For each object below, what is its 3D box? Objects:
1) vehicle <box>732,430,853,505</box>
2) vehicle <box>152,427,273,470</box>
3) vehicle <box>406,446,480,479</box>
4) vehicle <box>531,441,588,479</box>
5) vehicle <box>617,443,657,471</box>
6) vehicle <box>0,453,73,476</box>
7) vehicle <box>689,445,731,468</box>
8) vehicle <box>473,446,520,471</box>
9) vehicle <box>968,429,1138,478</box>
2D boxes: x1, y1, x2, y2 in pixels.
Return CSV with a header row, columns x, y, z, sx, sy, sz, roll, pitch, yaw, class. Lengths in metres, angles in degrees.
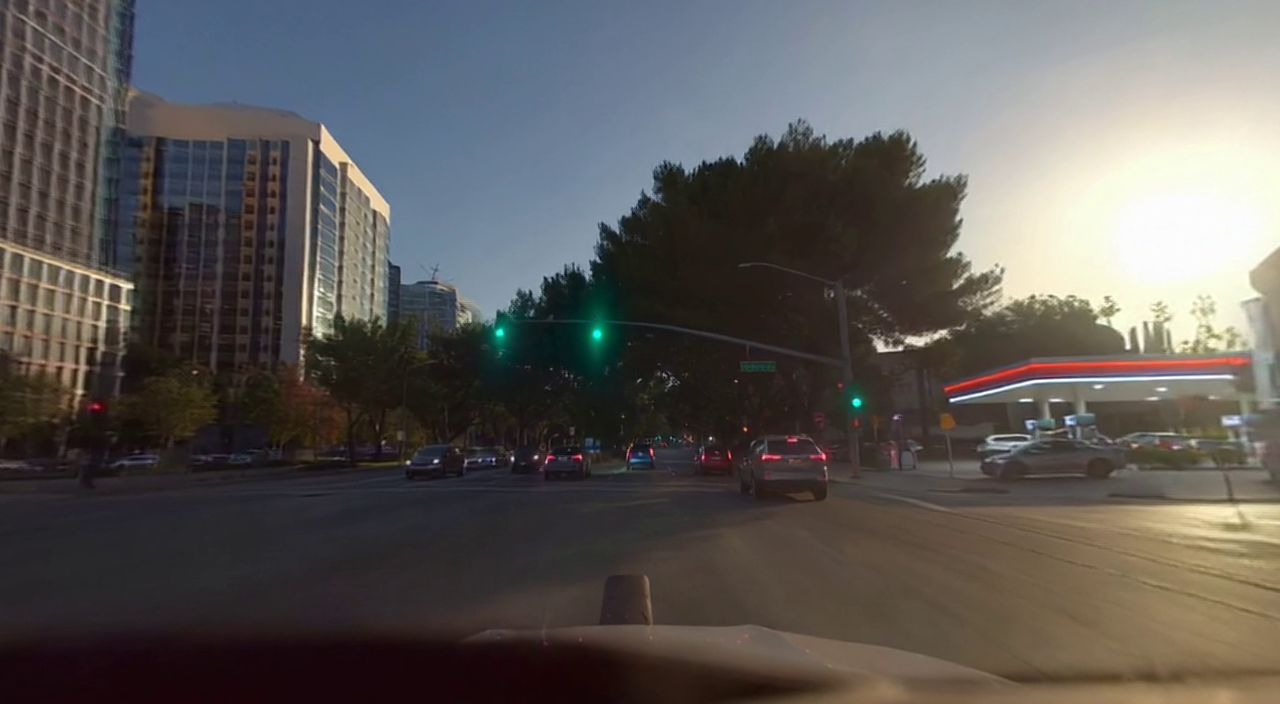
x,y,z,sx,sy,sz,roll,pitch,yaw,class
3.763,2.931,16.424,2.022,1.683,4.171,0,-8,-1,vehicle
-33.717,7.627,49.924,7.339,3.284,2.857,0,-9,-1,vehicle
-9.553,5.377,31.002,2.023,1.433,4.699,0,-8,1,vehicle
-3.632,4.944,29.147,2.023,1.607,4.086,0,-8,0,vehicle
-0.156,5.937,35.804,2.104,1.477,4.591,0,-8,0,vehicle
-45.898,8.453,47.461,2.061,1.595,4.565,0,-9,-1,vehicle
4.630,6.981,42.334,2.174,1.462,4.400,0,-8,-2,vehicle
-9.022,6.698,39.936,2.001,1.461,3.859,-1,-8,2,vehicle
17.875,4.420,27.535,5.585,1.866,2.607,-1,-9,-3,vehicle
